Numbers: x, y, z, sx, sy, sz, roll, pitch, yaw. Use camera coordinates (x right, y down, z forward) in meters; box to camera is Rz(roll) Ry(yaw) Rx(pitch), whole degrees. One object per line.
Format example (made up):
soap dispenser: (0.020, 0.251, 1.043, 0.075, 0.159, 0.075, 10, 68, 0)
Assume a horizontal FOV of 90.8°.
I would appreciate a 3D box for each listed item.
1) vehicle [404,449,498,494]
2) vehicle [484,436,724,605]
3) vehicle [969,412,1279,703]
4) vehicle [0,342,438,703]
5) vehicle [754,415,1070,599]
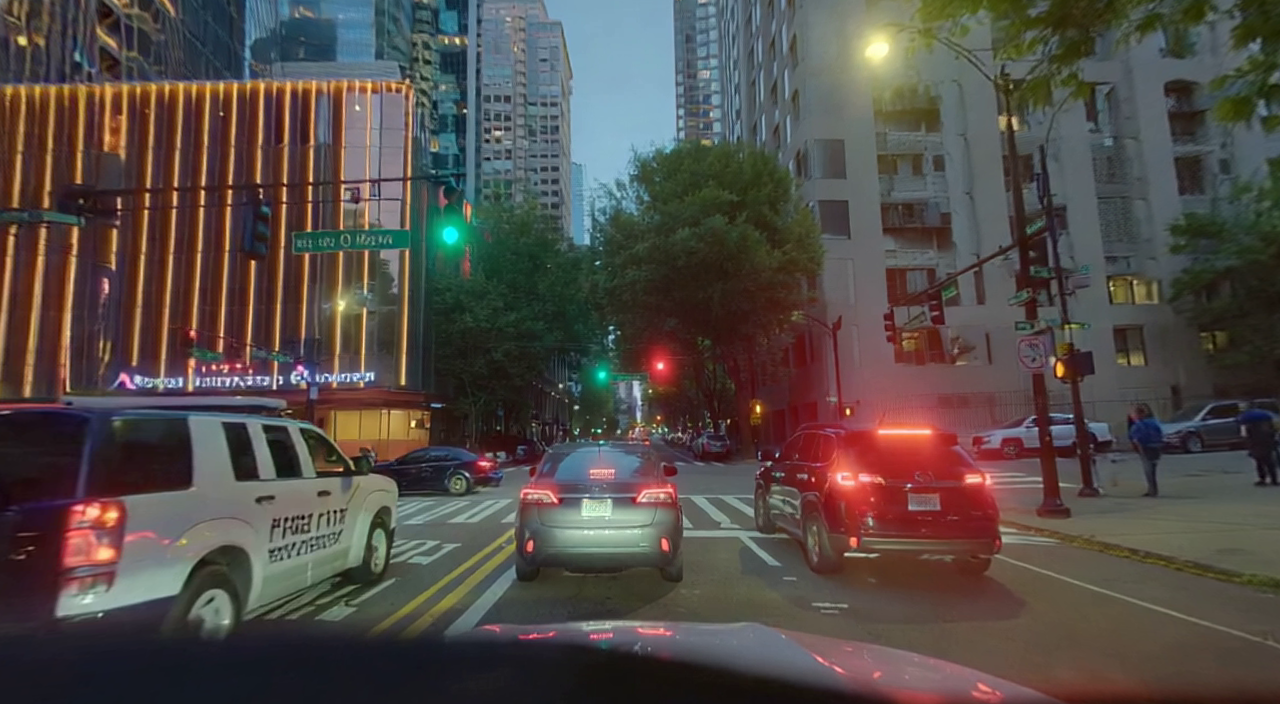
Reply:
vehicle: (-7.185, 4.383, 23.683, 2.114, 1.478, 4.673, 5, -10, -32)
vehicle: (-0.350, 1.786, 7.661, 2.092, 1.454, 4.132, 0, -8, -1)
vehicle: (2.742, 0.804, 1.111, 1.902, 1.454, 4.540, 0, -8, 0)
vehicle: (-3.619, 1.251, 5.165, 2.190, 1.840, 5.272, 0, -8, 0)
vehicle: (3.029, 1.833, 8.476, 2.072, 1.735, 4.759, 0, -8, 0)
